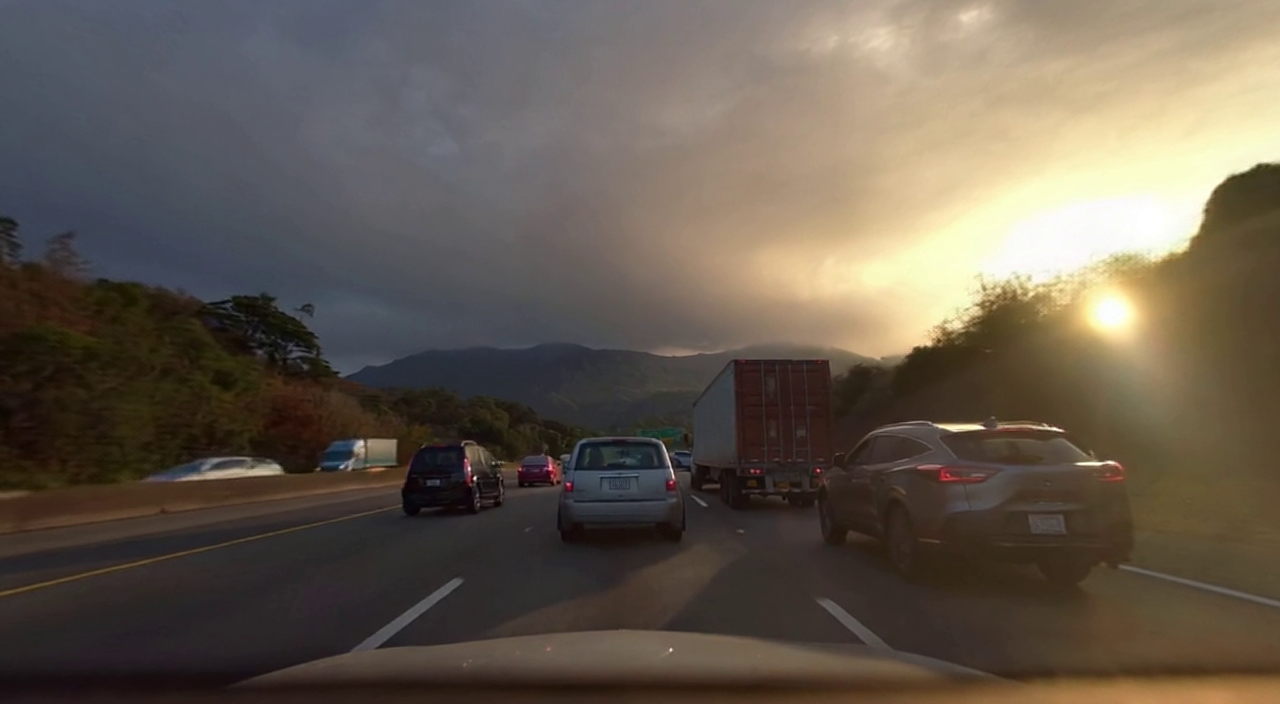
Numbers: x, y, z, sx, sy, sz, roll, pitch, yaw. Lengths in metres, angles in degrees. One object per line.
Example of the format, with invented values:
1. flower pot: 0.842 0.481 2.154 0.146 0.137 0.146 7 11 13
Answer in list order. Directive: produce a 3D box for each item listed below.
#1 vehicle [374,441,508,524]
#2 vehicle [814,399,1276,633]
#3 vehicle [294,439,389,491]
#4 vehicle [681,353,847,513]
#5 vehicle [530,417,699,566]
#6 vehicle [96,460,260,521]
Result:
1. vehicle: -4.368 2.911 14.533 1.789 1.620 3.841 0 -9 1
2. vehicle: 3.705 1.599 7.149 2.076 1.751 4.666 0 -9 0
3. vehicle: -16.708 6.351 35.781 2.312 2.629 6.031 0 -9 1
4. vehicle: 3.732 3.504 25.388 3.032 4.051 18.805 0 -9 0
5. vehicle: -0.338 2.022 9.826 2.037 1.792 4.194 0 -9 -1
6. vehicle: -12.507 3.739 17.389 1.756 1.423 3.590 0 -9 0
